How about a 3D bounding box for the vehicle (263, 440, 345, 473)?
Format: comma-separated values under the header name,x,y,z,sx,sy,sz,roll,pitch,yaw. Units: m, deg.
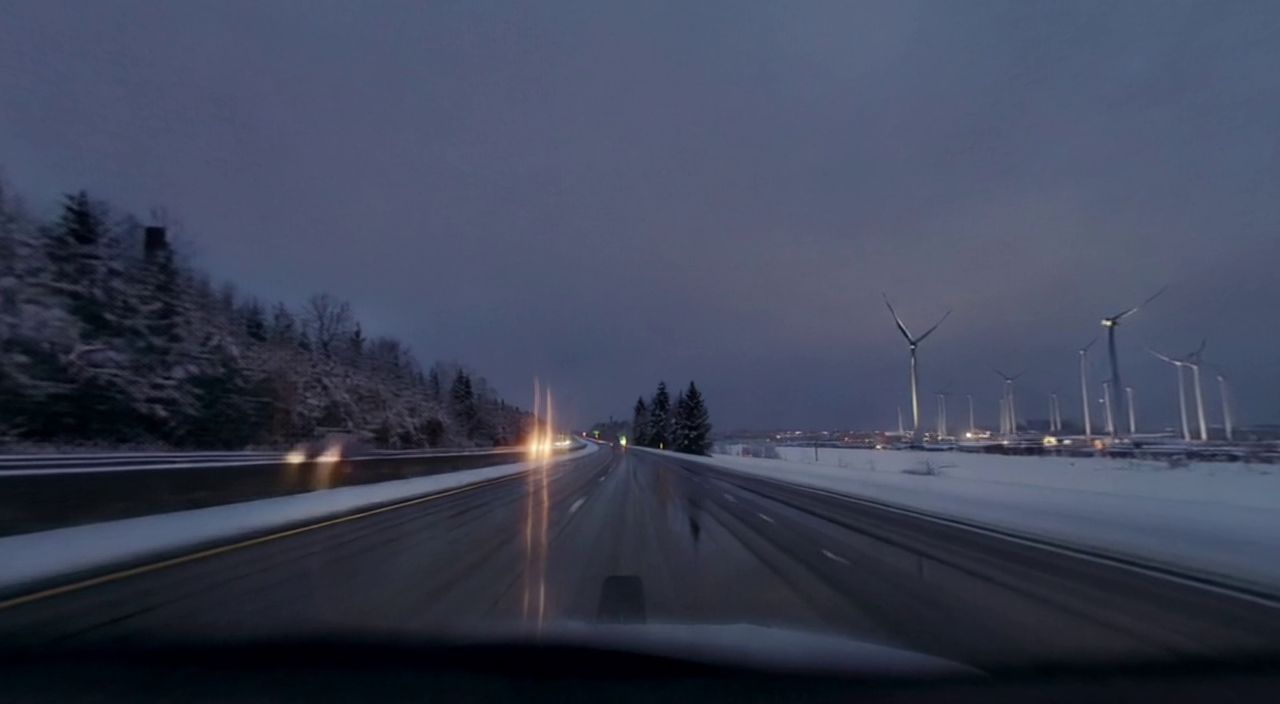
name,x,y,z,sx,sy,sz,roll,pitch,yaw
vehicle,-16.714,5.220,31.637,1.887,1.505,4.059,0,-9,0
